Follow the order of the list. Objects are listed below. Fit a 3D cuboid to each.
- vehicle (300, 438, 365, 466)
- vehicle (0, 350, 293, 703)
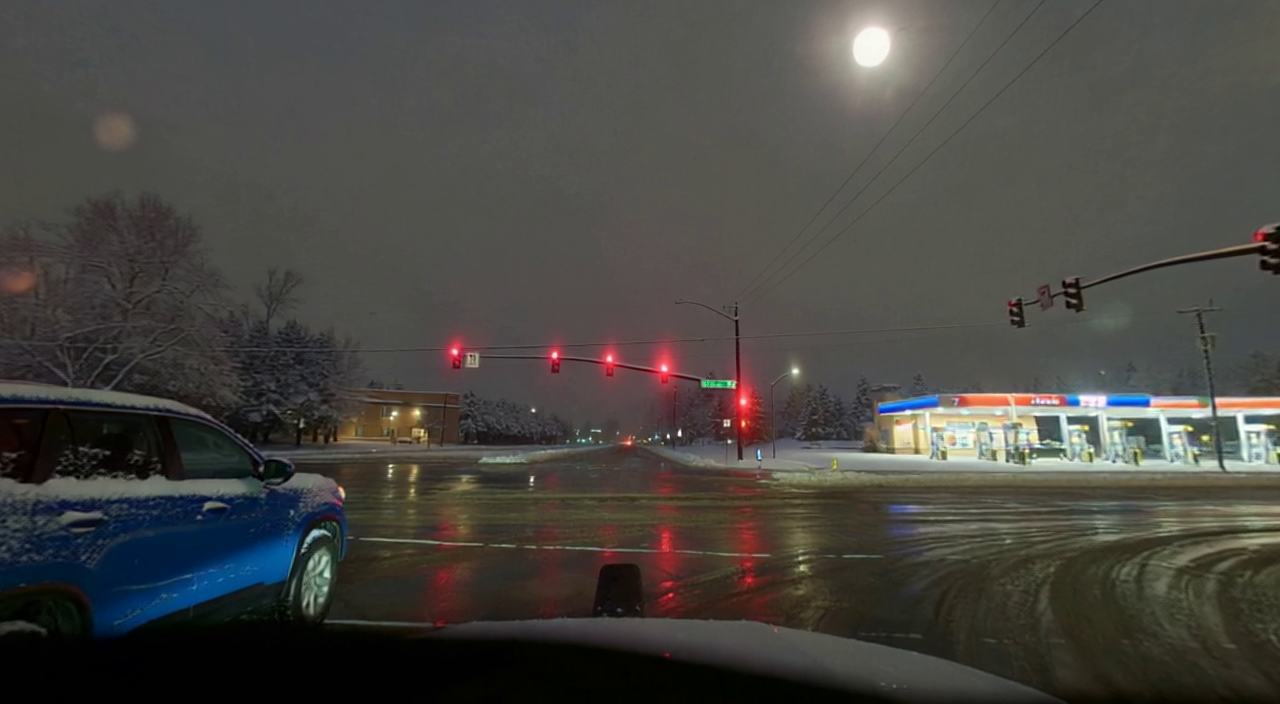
[{"bbox_3d":[-20.473,6.678,42.147,2.004,1.699,4.486,0,-9,1],"label":"vehicle"},{"bbox_3d":[-3.425,0.800,2.041,2.053,1.690,4.364,0,-9,0],"label":"vehicle"}]
